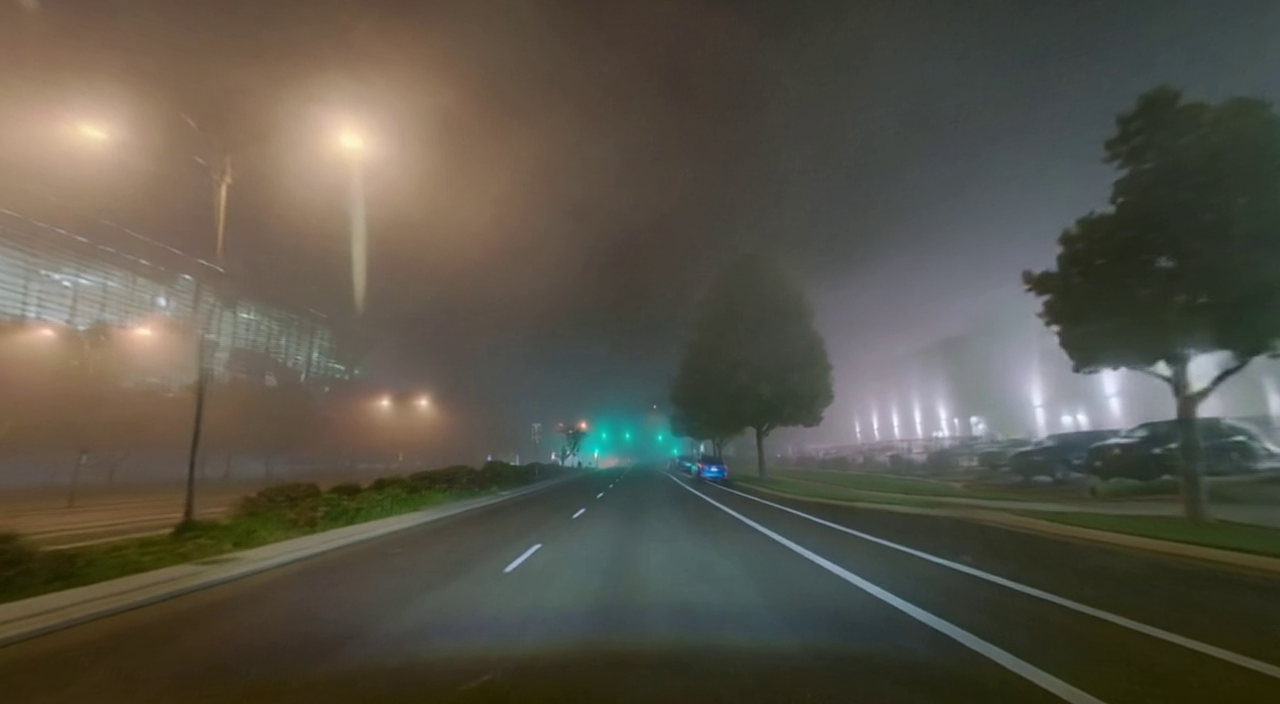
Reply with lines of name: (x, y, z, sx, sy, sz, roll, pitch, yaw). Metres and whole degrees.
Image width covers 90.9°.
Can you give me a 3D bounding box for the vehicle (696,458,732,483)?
vehicle: (4.959, 7.982, 42.819, 1.909, 1.503, 4.368, 0, -8, 0)
